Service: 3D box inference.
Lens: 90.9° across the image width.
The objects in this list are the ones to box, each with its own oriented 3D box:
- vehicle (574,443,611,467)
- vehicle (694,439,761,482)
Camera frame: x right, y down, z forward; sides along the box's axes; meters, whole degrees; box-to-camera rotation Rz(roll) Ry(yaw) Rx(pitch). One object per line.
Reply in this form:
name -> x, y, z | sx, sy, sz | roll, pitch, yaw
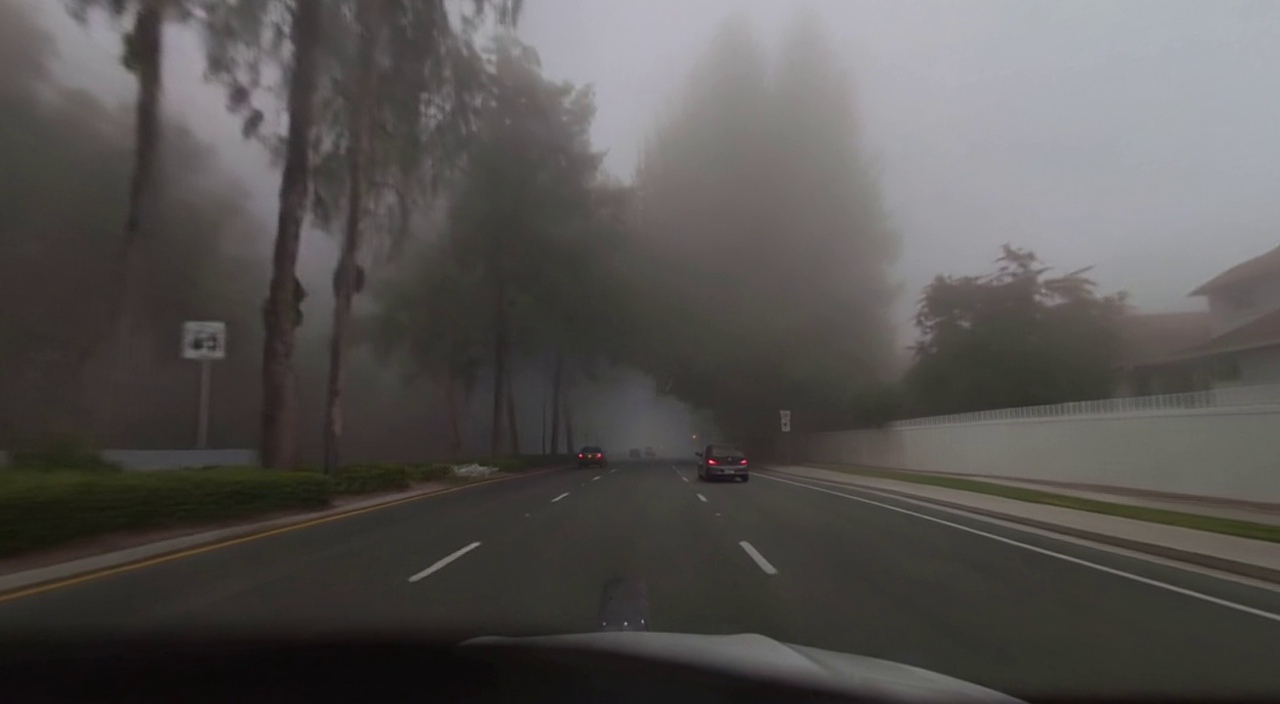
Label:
vehicle -> -3.104, 6.846, 41.868 | 2.011, 1.480, 4.517 | 0, -9, 2
vehicle -> 3.279, 4.181, 24.526 | 1.992, 1.511, 4.464 | 0, -9, 0
